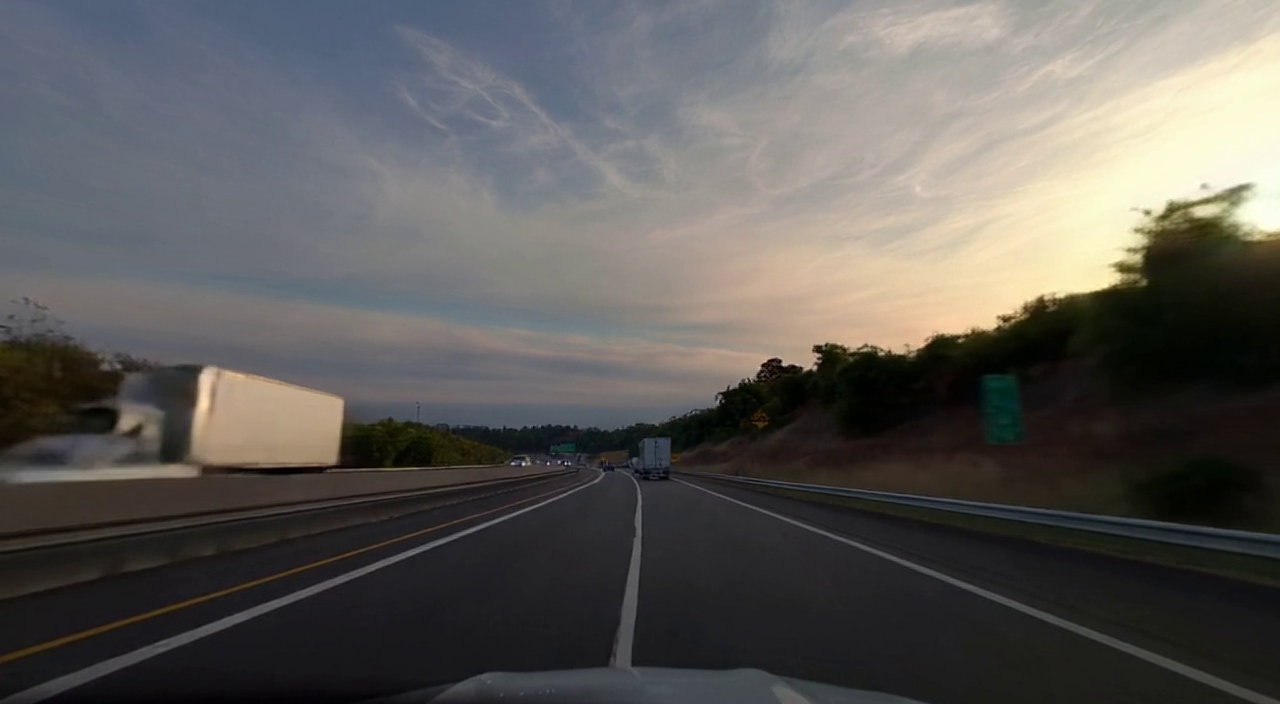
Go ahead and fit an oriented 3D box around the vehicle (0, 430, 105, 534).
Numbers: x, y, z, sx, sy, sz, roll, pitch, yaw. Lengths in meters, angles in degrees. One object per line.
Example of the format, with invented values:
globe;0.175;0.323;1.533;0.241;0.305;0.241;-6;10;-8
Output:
vehicle;-10.908;1.910;9.311;1.919;1.589;4.558;1;-11;0

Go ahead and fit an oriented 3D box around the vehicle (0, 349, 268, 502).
vehicle;-15.260;2.442;19.797;3.462;4.089;5.413;1;-11;1
